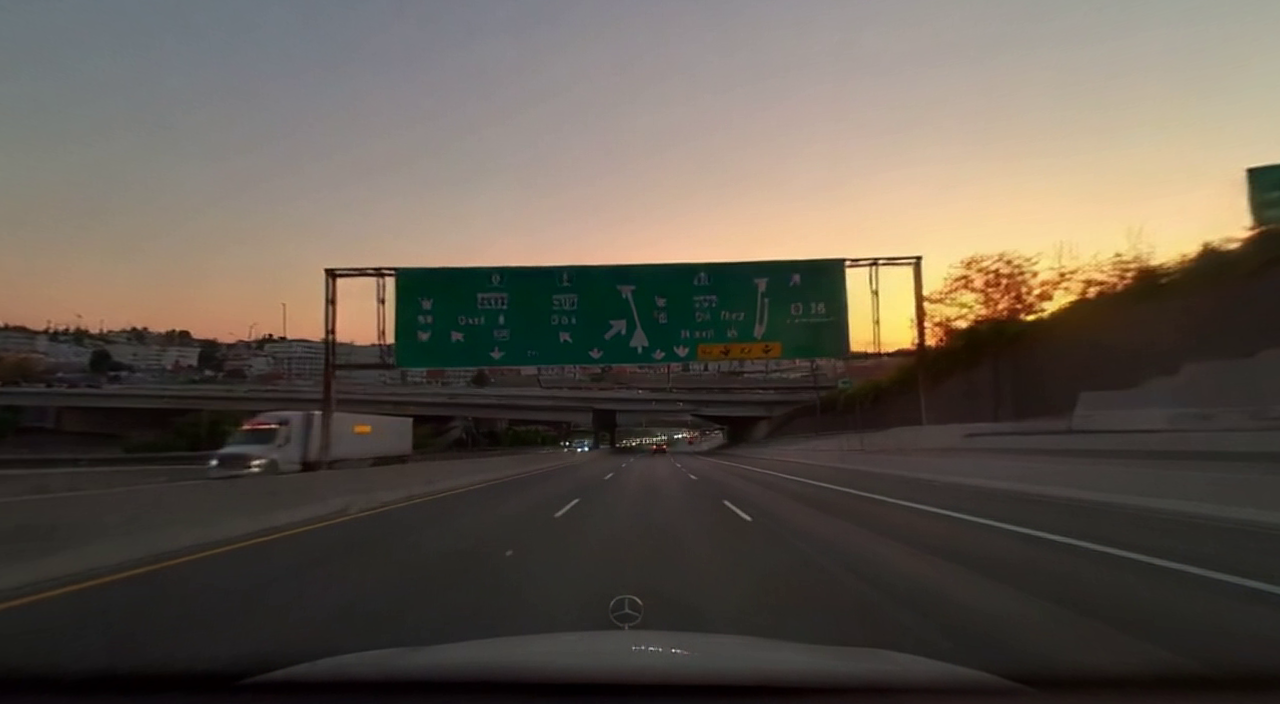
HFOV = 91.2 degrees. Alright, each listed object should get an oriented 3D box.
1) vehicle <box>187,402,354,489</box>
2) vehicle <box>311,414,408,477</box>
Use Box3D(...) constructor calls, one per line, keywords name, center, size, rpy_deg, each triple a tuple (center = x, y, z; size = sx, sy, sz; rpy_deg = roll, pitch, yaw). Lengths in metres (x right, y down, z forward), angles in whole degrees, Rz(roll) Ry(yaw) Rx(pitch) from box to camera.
Box3D(name="vehicle", center=(-19.975, 5.207, 35.055), size=(3.018, 4.100, 9.977), rpy_deg=(0, -9, 1))
Box3D(name="vehicle", center=(-19.753, 6.668, 44.864), size=(2.872, 4.021, 8.230), rpy_deg=(0, -9, 1))
